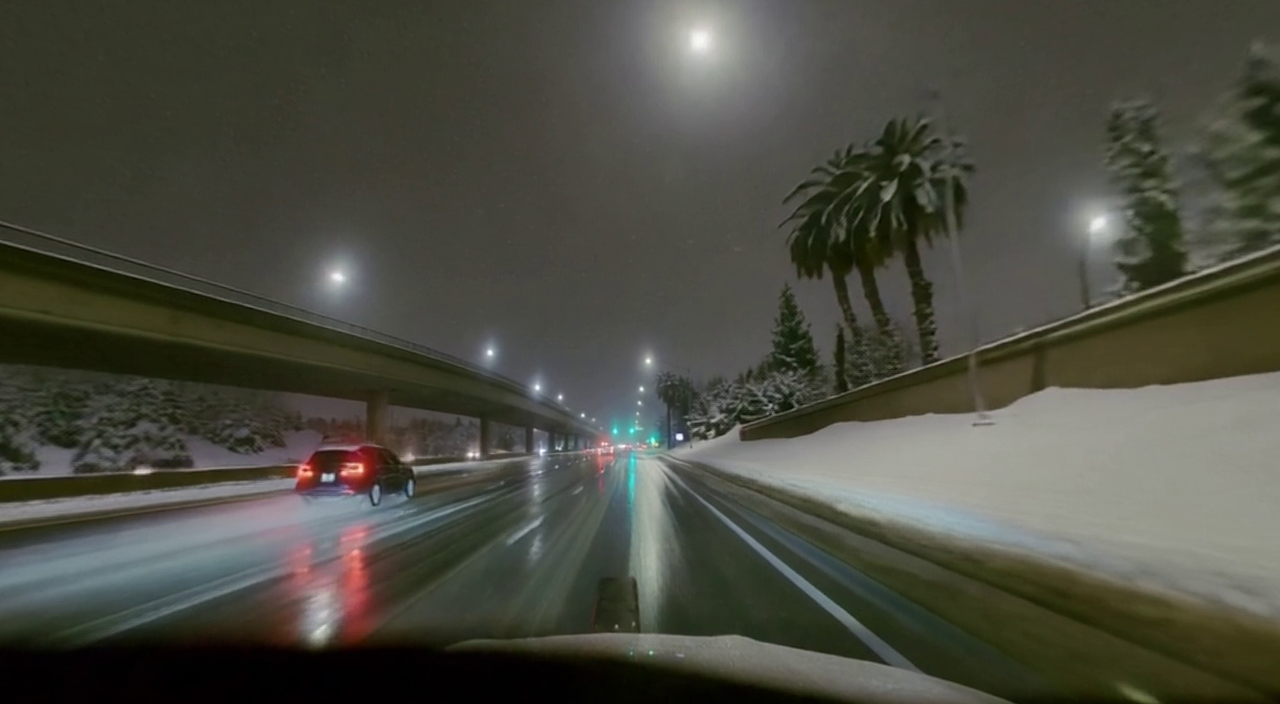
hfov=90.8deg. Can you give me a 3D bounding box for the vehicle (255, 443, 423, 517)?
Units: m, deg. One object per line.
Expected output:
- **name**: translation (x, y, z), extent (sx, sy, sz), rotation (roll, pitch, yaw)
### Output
- **vehicle**: translation (-6.908, 2.945, 15.116), extent (1.914, 1.503, 4.268), rotation (0, -9, 0)

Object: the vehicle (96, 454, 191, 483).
- **vehicle**: translation (-28.847, 6.736, 36.893), extent (1.897, 1.522, 4.549), rotation (0, -9, -1)
